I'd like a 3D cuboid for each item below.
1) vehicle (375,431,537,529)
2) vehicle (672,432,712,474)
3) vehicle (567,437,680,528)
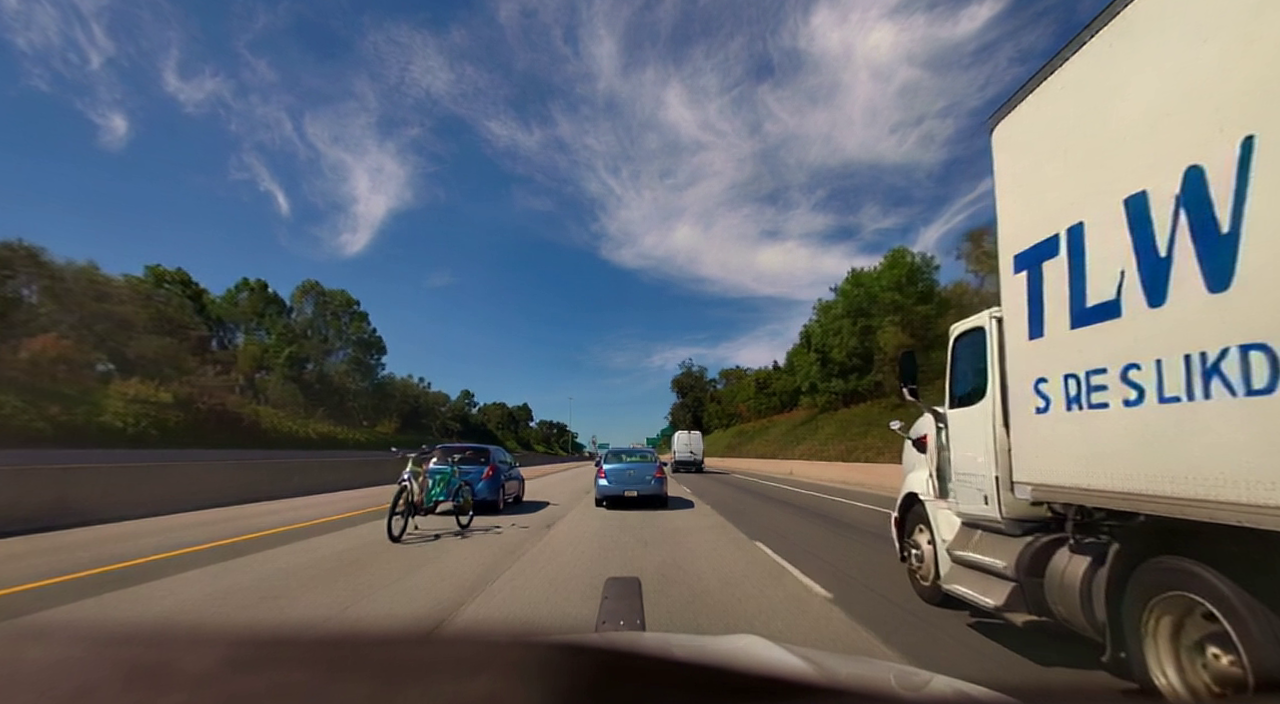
[{"bbox_3d":[-3.562,2.585,13.267,1.985,1.671,4.604,0,-9,0],"label":"vehicle"},{"bbox_3d":[3.475,6.955,43.634,2.234,2.679,5.372,0,-9,-1],"label":"vehicle"},{"bbox_3d":[-0.291,2.579,12.896,1.973,1.574,3.426,0,-9,0],"label":"vehicle"}]
